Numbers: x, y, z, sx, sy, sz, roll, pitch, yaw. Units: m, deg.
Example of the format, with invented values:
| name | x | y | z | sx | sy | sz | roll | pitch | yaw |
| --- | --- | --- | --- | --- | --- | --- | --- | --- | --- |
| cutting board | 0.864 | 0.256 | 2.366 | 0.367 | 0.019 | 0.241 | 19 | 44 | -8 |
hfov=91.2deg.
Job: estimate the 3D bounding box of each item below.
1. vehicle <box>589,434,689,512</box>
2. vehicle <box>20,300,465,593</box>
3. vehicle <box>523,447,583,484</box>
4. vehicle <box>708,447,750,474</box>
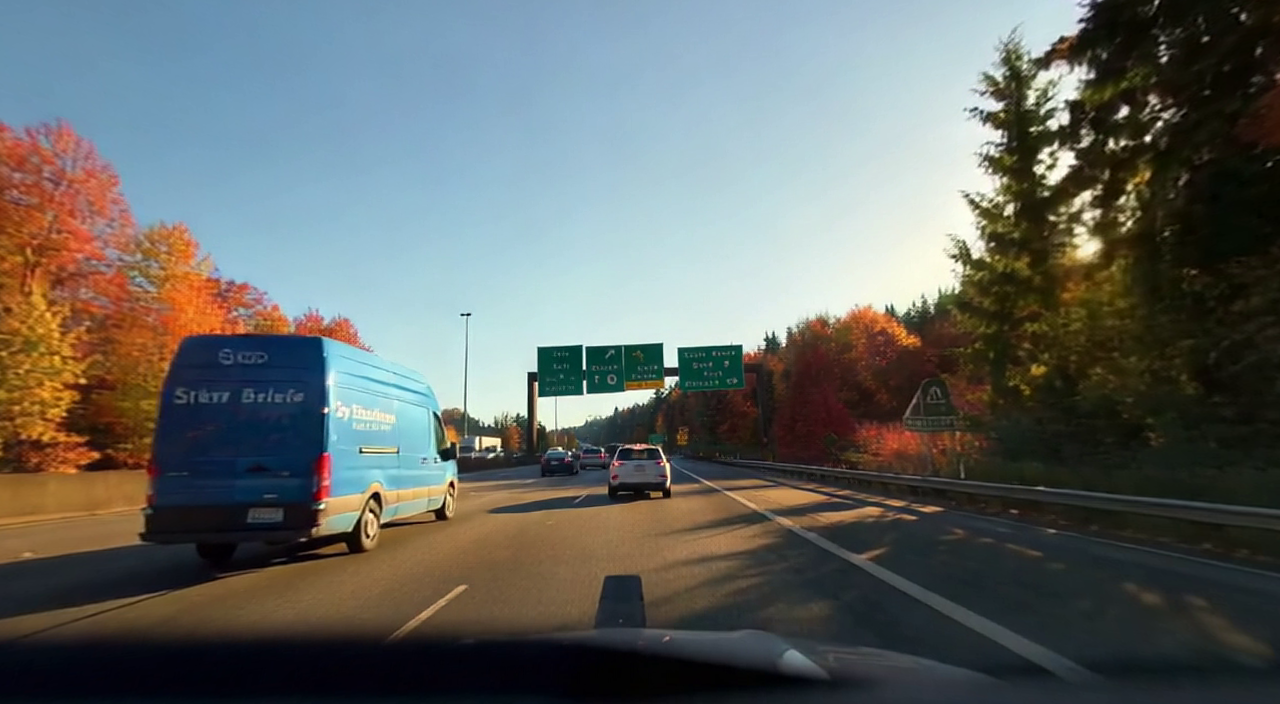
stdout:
| name | x | y | z | sx | sy | sz | roll | pitch | yaw |
| --- | --- | --- | --- | --- | --- | --- | --- | --- | --- |
| vehicle | -0.010 | 2.995 | 15.947 | 2.195 | 1.679 | 4.070 | 0 | -9 | 0 |
| vehicle | -4.427 | 1.274 | 8.699 | 2.275 | 2.692 | 5.810 | 0 | -9 | 0 |
| vehicle | -3.764 | 4.993 | 27.819 | 2.015 | 1.496 | 4.312 | 0 | -9 | 0 |
| vehicle | 5.251 | 6.428 | 37.385 | 1.962 | 1.503 | 4.432 | 0 | -9 | 2 |
